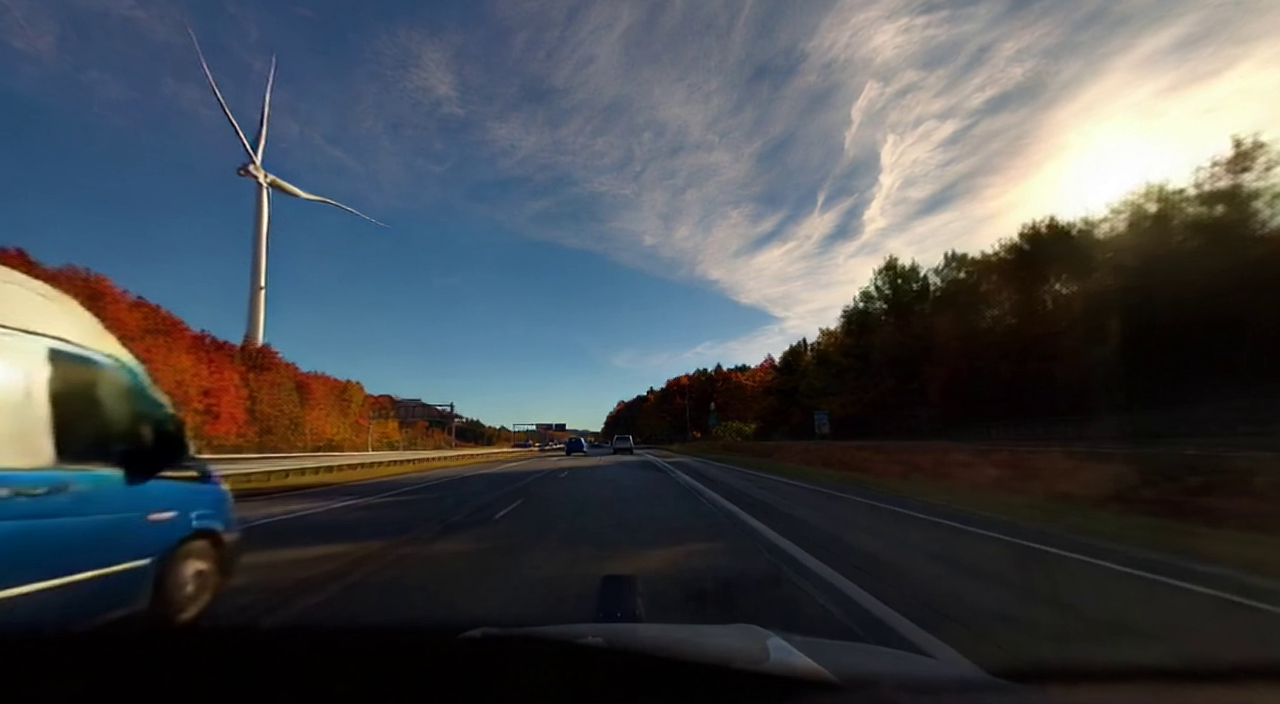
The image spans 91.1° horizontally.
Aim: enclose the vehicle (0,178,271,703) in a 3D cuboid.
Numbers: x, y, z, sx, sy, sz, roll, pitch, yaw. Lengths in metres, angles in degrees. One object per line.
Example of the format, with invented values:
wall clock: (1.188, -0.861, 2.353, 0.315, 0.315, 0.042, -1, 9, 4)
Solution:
vehicle: (-3.713, 0.365, 1.705, 2.303, 2.323, 5.089, 0, -8, 0)
